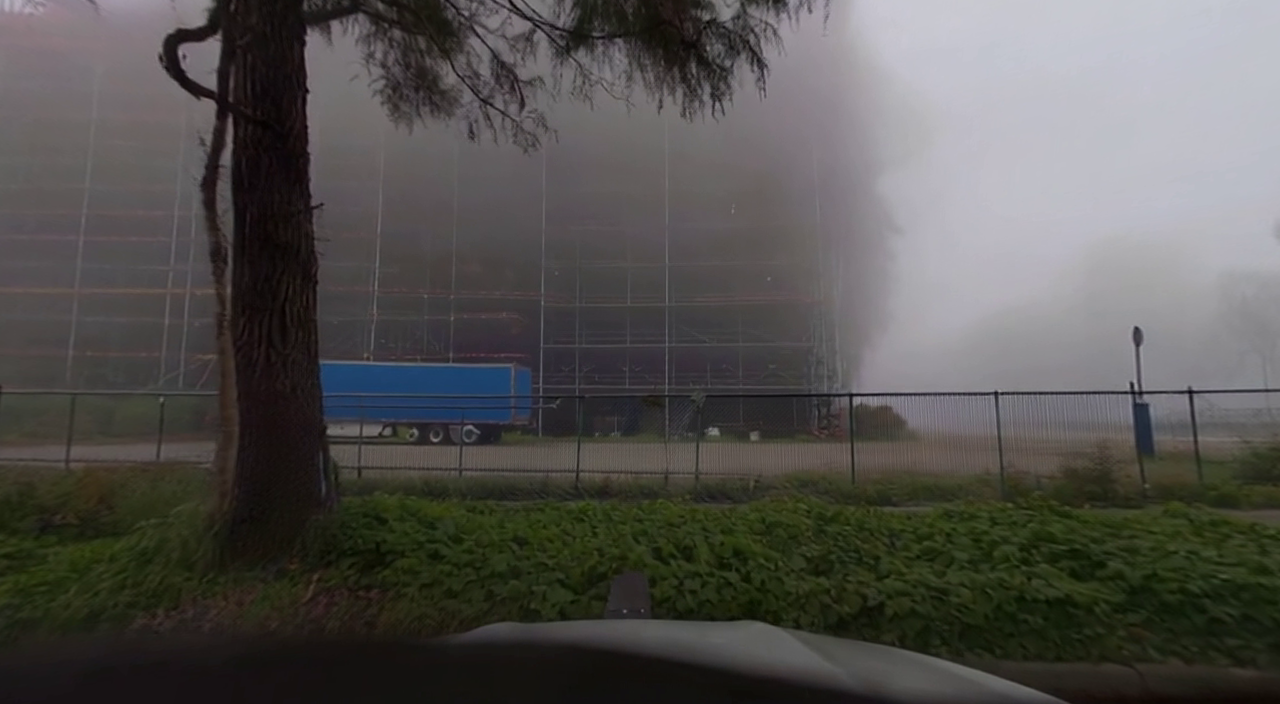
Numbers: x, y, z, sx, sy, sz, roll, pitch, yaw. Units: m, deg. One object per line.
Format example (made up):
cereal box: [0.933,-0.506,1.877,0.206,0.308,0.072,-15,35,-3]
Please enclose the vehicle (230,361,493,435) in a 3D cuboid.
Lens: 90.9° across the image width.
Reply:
vehicle: [-16.214,2.846,37.818,14.067,4.099,2.832,1,-9,-5]
